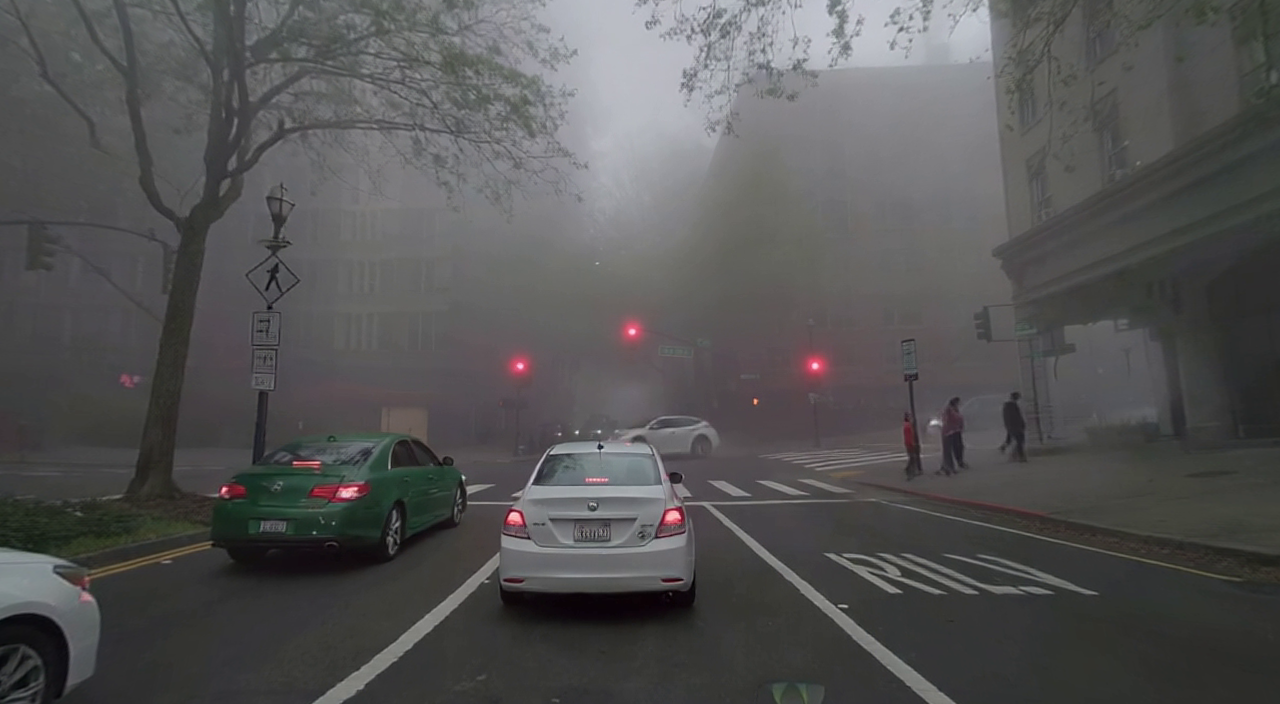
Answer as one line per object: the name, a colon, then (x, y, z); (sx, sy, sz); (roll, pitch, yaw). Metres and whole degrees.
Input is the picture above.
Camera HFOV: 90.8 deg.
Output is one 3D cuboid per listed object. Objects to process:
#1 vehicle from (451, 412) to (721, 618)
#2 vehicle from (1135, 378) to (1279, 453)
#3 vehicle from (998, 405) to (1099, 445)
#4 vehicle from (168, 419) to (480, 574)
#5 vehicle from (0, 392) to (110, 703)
vehicle: (-0.416, 1.502, 6.723); (1.999, 1.520, 3.896); (0, -8, -1)
vehicle: (21.623, 2.356, 22.873); (5.863, 2.493, 2.354); (2, -9, -12)
vehicle: (18.390, 3.331, 28.430); (4.392, 1.667, 1.958); (5, -10, -31)
vehicle: (-3.688, 1.753, 8.472); (1.934, 1.522, 4.287); (0, -8, 0)
vehicle: (-3.919, 0.703, 1.175); (1.995, 1.524, 4.438); (0, -8, 0)
